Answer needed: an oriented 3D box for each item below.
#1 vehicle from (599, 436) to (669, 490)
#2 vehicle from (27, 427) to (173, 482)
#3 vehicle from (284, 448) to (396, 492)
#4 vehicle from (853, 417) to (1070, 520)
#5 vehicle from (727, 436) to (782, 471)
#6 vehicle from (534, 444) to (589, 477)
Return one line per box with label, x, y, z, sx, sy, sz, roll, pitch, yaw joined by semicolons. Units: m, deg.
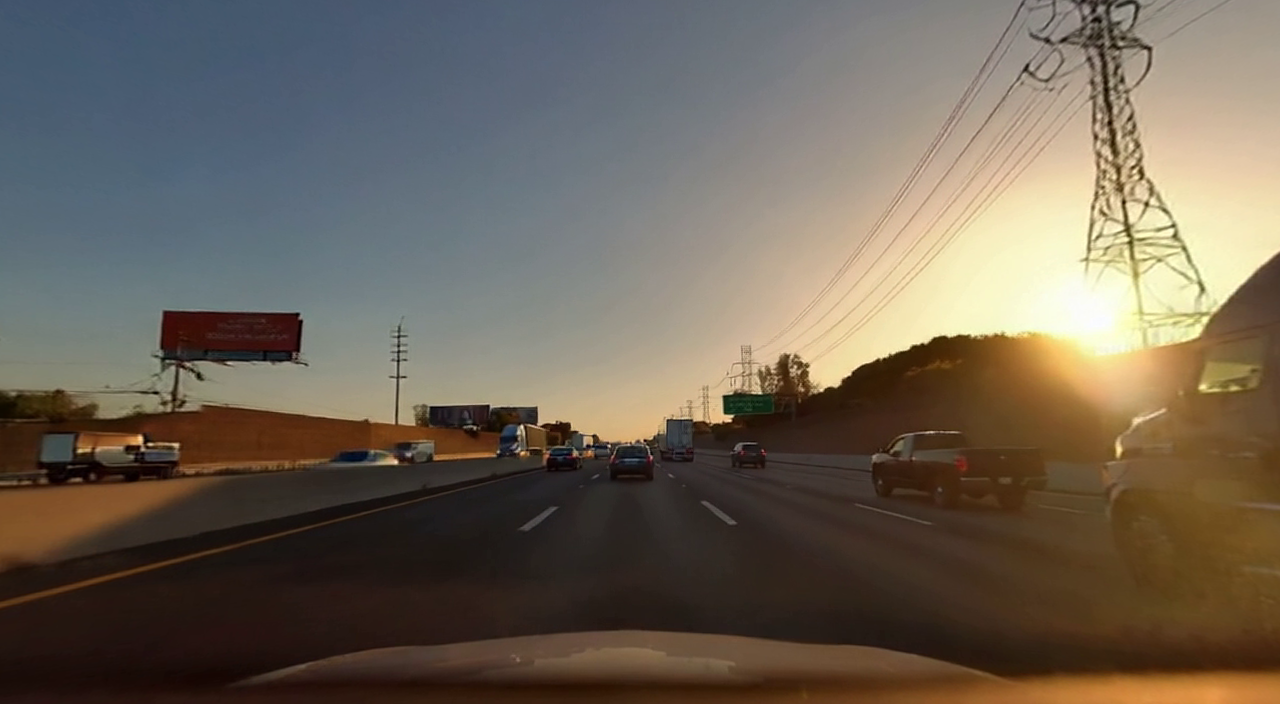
vehicle;-0.206;3.772;21.753;2.191;1.685;4.015;0;-9;0
vehicle;-31.825;5.999;37.701;2.736;2.994;6.731;0;-7;-1
vehicle;-10.981;4.315;23.571;1.877;1.457;4.546;0;-9;1
vehicle;6.807;2.541;14.283;2.086;1.862;5.232;0;-9;-1
vehicle;6.992;6.270;39.125;2.302;1.973;5.502;0;-9;-1
vehicle;-3.753;5.297;31.049;2.025;1.498;4.675;0;-9;1
